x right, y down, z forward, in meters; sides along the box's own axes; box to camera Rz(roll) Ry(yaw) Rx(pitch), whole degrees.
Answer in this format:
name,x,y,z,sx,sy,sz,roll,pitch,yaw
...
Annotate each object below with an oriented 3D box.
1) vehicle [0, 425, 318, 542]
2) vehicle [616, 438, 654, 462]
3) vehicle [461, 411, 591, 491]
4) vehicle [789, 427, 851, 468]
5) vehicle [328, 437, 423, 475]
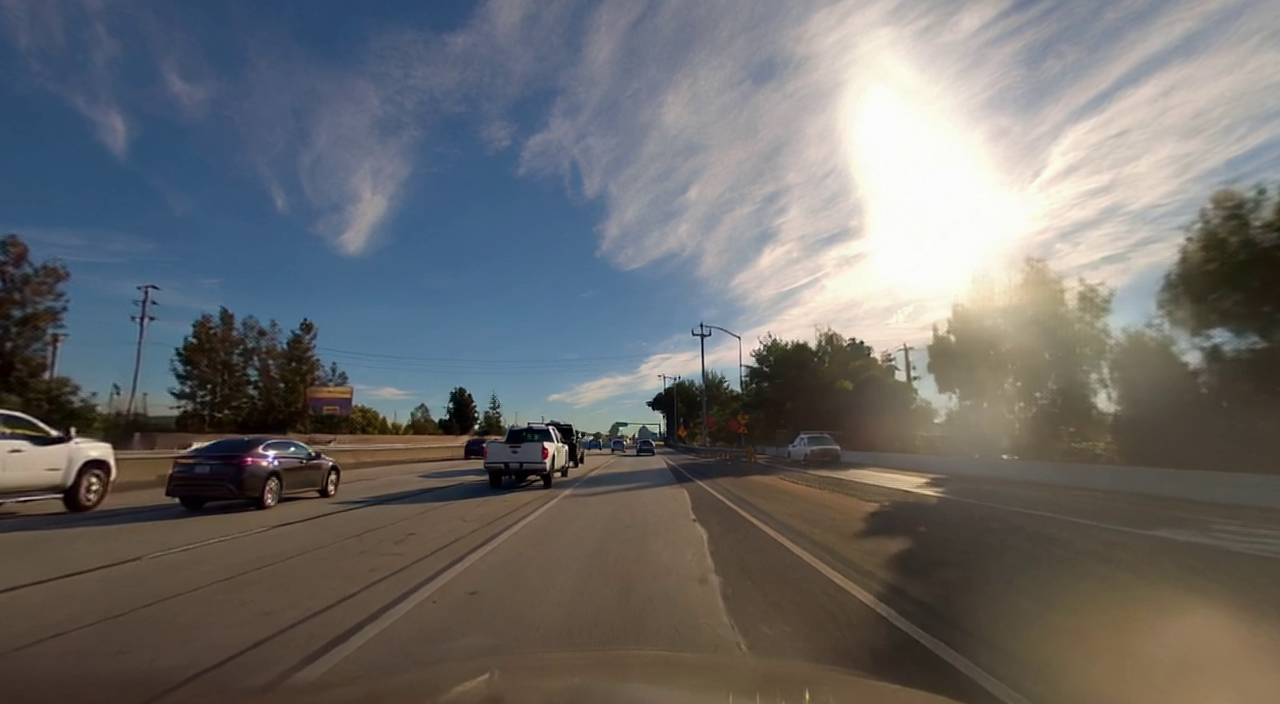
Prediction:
name,x,y,z,sx,sy,sz,roll,pitch,yaw
vehicle,-7.521,2.017,10.344,1.964,1.481,4.425,0,-8,2
vehicle,-0.265,6.152,39.648,2.013,1.444,4.447,-1,-8,4
vehicle,-3.232,3.059,19.713,2.815,2.092,6.526,0,-8,0
vehicle,11.328,6.058,40.063,2.244,2.374,5.762,-1,-8,0
vehicle,-10.938,4.316,26.395,1.884,1.453,4.579,0,-8,2
